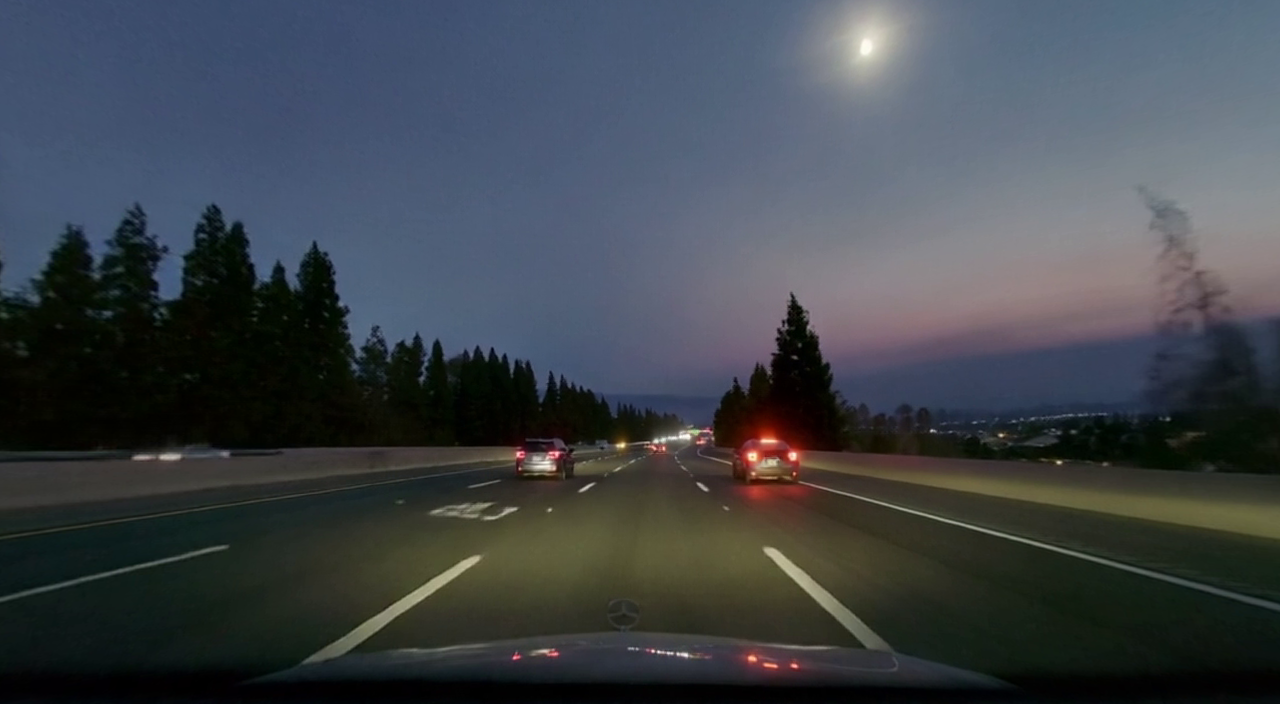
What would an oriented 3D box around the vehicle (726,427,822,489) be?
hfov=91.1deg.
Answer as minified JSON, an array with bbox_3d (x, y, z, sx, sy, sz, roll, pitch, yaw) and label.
[{"bbox_3d":[4.191,3.397,20.448,2.149,1.796,4.487,0,-8,0],"label":"vehicle"}]

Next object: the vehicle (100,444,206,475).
[{"bbox_3d":[-25.034,5.508,32.506,1.801,1.472,4.519,0,-8,2],"label":"vehicle"}]

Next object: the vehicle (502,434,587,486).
[{"bbox_3d":[-3.174,3.695,21.818,2.166,1.608,4.297,0,-8,2],"label":"vehicle"}]
